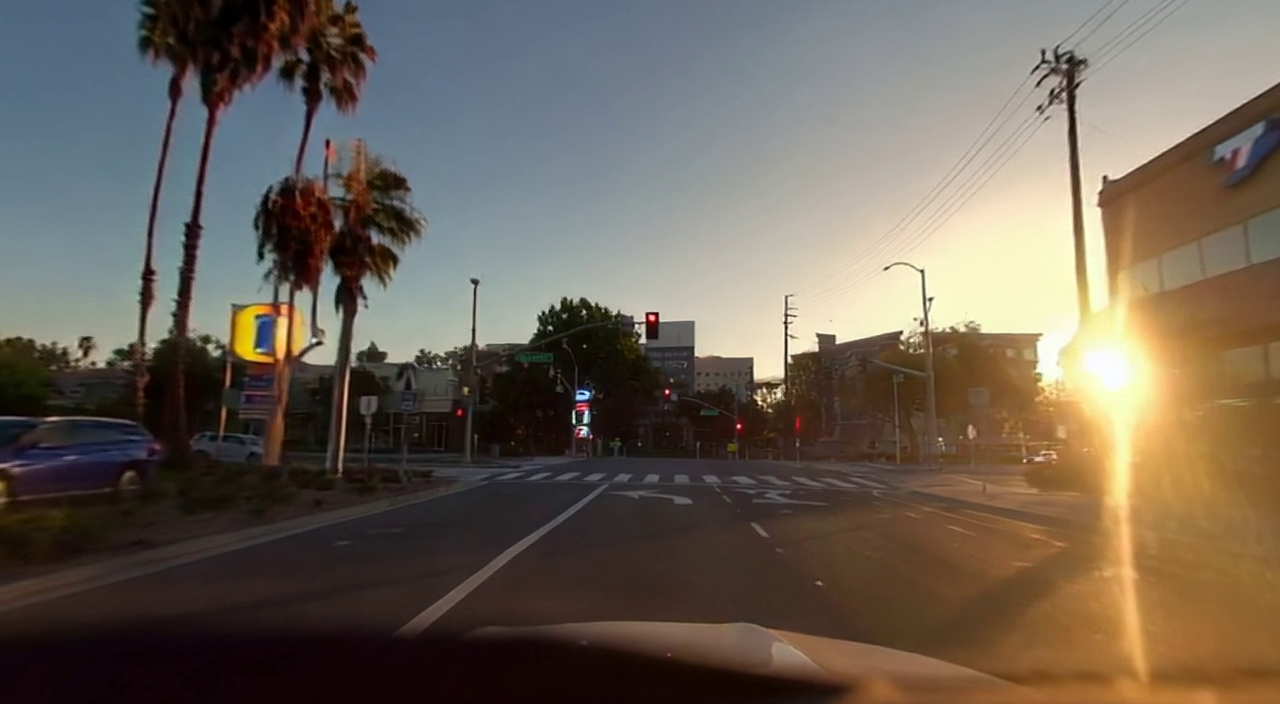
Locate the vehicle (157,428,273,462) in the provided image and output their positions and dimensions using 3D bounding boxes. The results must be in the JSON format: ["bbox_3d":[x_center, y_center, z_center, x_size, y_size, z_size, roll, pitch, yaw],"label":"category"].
[{"bbox_3d":[-21.233,4.680,31.695,4.350,1.624,2.023,0,-8,0],"label":"vehicle"}]

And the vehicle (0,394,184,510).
[{"bbox_3d":[-11.091,1.803,11.383,2.109,1.816,4.670,-1,-8,2],"label":"vehicle"}]
